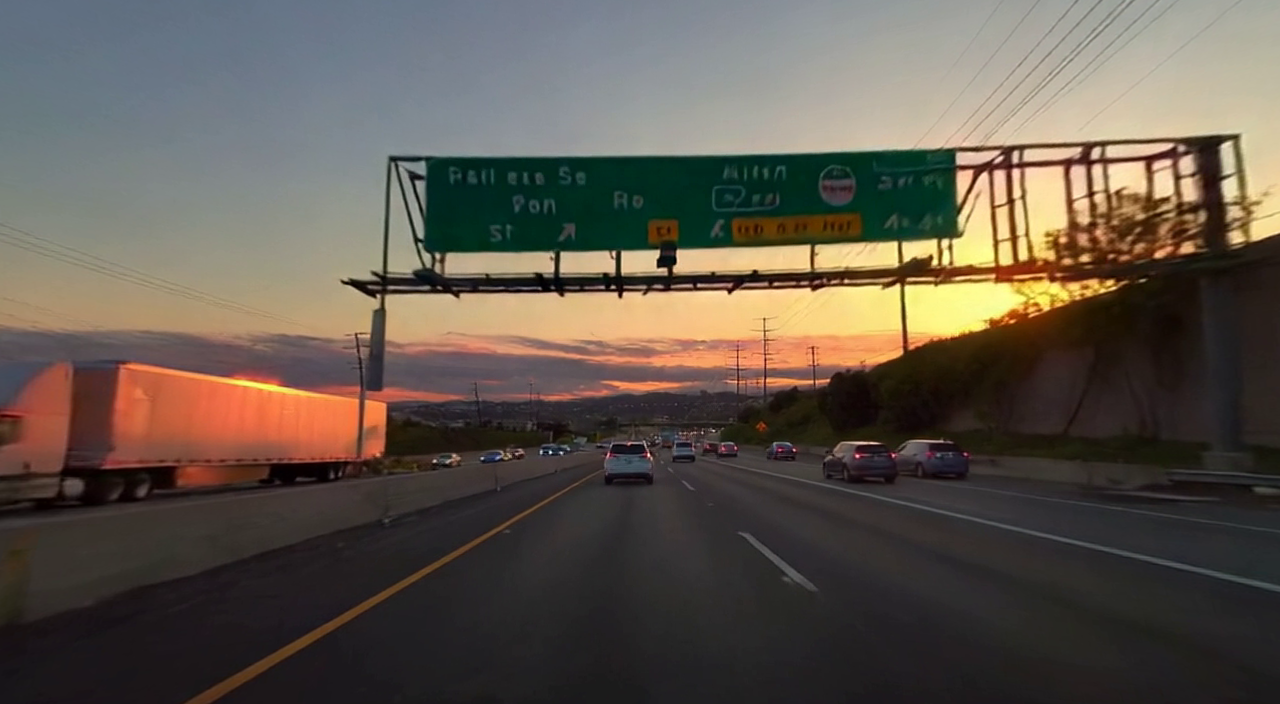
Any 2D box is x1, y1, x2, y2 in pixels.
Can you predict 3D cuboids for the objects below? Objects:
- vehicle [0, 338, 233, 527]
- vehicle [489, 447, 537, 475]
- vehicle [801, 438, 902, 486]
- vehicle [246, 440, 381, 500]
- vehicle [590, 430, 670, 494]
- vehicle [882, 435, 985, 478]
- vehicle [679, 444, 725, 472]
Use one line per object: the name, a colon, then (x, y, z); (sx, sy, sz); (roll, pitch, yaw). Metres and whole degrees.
vehicle: (-15.009, 2.178, 16.505); (3.032, 3.968, 8.215); (0, -8, 1)
vehicle: (-7.792, 6.692, 39.160); (2.011, 1.598, 4.342); (0, -8, 0)
vehicle: (7.093, 3.711, 21.676); (1.958, 1.473, 4.201); (0, -8, -1)
vehicle: (-11.478, 4.145, 22.745); (2.102, 1.874, 5.112); (0, -8, 0)
vehicle: (-0.300, 3.521, 20.568); (2.298, 1.809, 4.359); (0, -8, 0)
vehicle: (11.345, 4.051, 24.747); (1.944, 1.505, 4.138); (0, -8, -1)
vehicle: (3.361, 5.856, 35.196); (1.934, 1.461, 4.368); (0, -9, -2)
